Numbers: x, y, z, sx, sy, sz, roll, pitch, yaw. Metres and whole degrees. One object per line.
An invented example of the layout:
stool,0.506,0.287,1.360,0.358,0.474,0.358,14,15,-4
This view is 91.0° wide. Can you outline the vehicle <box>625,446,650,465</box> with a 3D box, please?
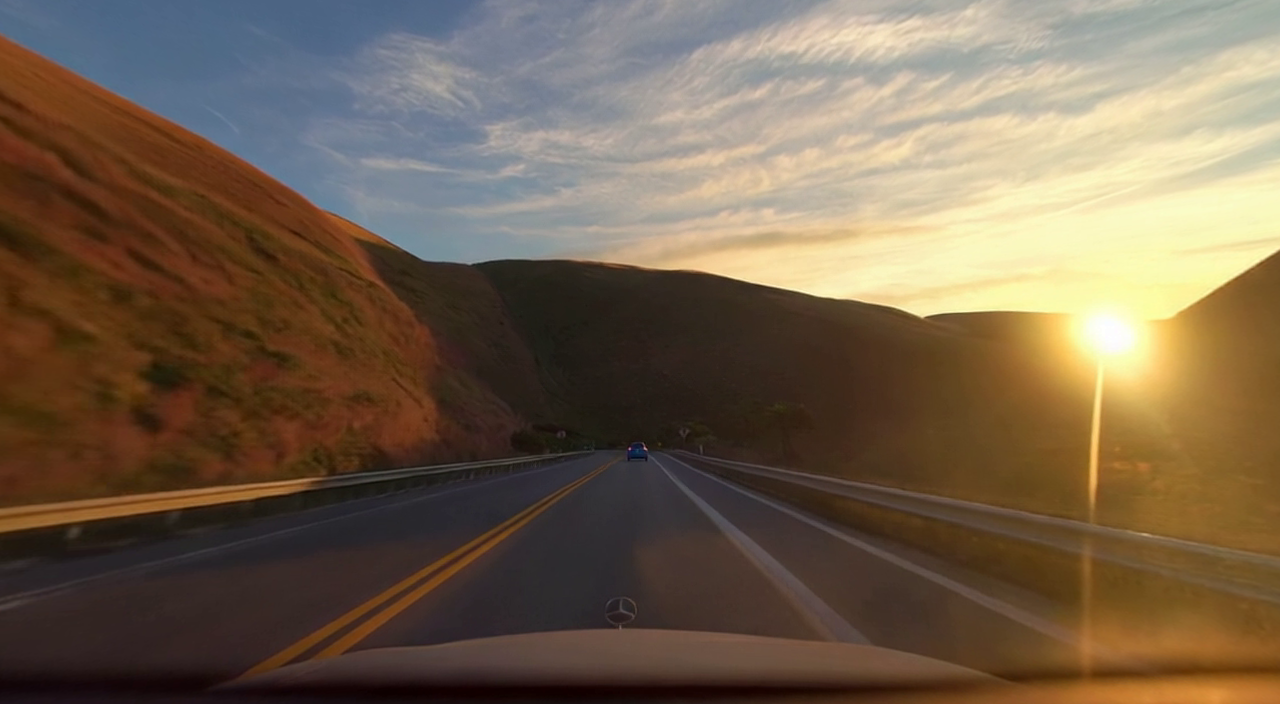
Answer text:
vehicle,-0.233,8.132,49.670,1.912,1.430,3.811,0,-9,-1
